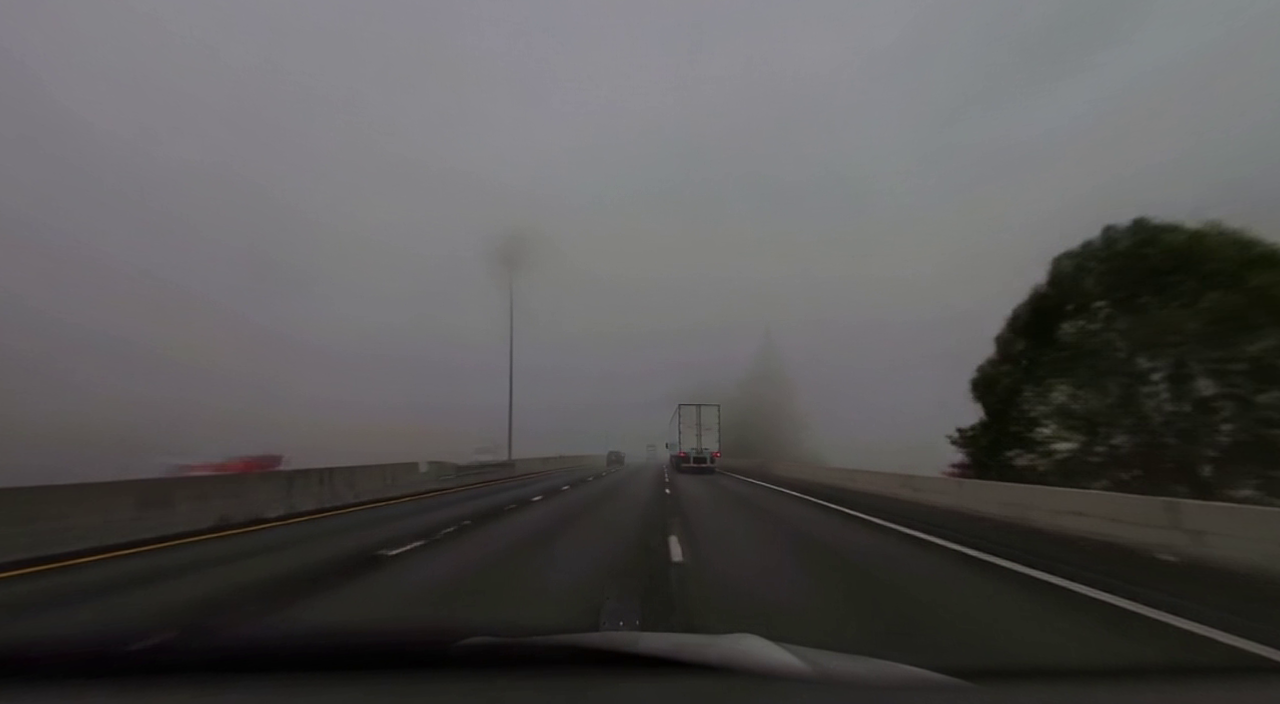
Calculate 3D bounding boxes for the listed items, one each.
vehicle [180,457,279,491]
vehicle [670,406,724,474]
[{"bbox_3d":[-19.650,5.817,30.424,1.802,1.455,4.193,0,-9,2],"label":"vehicle"},{"bbox_3d":[3.720,6.359,44.651,2.901,4.032,14.338,0,-9,2],"label":"vehicle"}]
